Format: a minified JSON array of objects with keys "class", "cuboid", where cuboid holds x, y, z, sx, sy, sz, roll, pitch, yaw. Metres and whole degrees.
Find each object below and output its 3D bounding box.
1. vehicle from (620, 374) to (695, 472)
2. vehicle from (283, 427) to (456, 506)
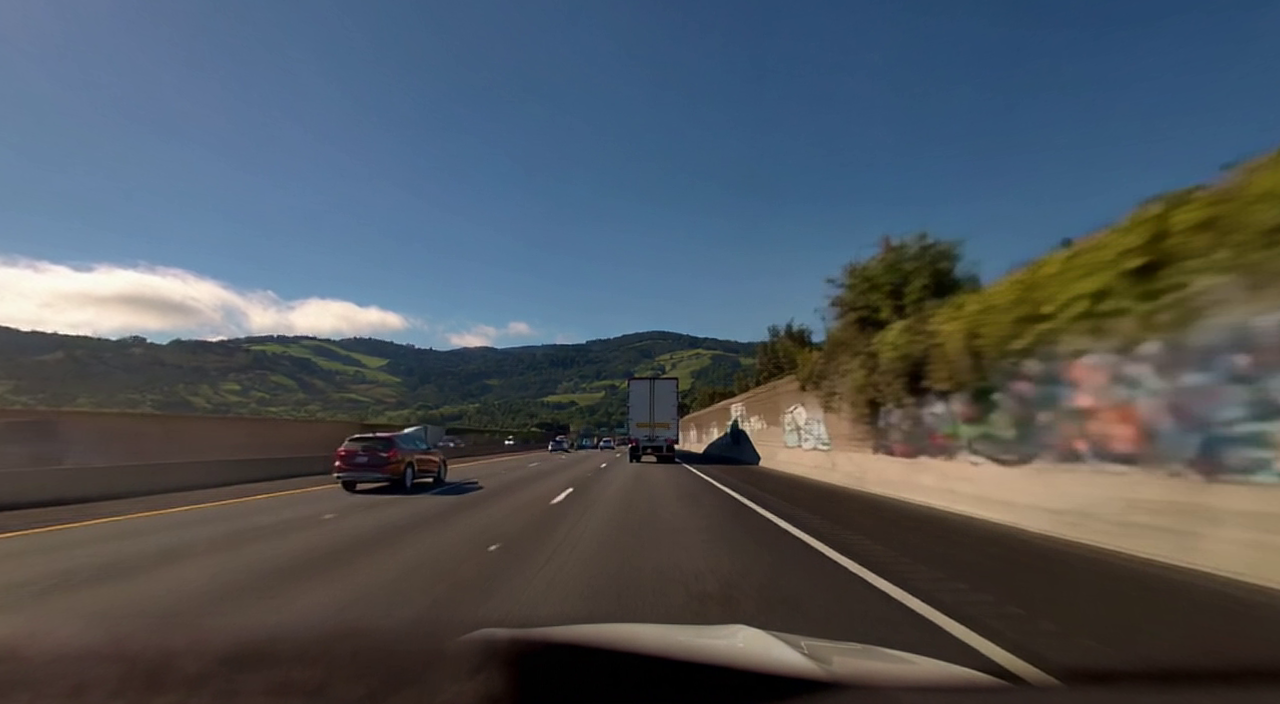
[{"class":"vehicle","cuboid":[0.559,3.486,29.947,2.921,3.765,10.773,0,-8,-1]},{"class":"vehicle","cuboid":[-6.018,2.579,14.760,1.982,1.535,4.519,0,-8,1]}]
